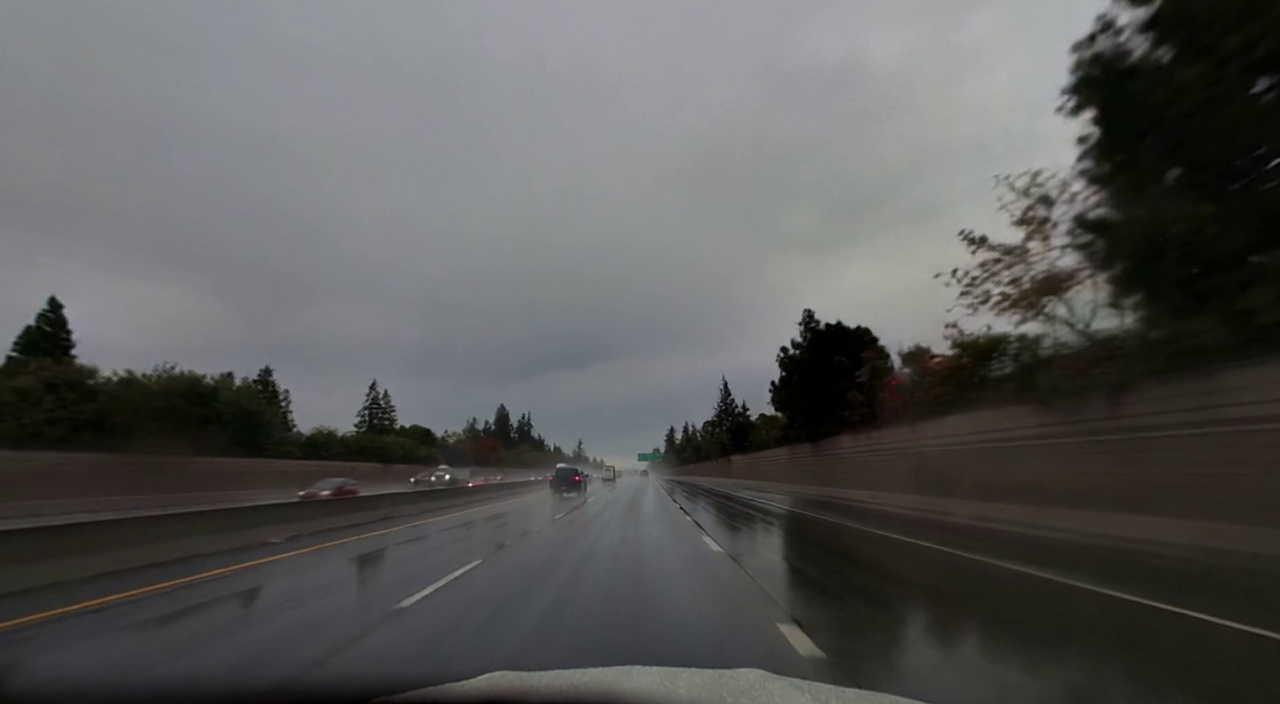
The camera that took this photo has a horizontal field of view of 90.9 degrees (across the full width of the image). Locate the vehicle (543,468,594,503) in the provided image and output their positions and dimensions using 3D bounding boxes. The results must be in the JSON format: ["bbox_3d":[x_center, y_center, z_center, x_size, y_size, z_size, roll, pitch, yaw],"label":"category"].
[{"bbox_3d":[-3.268,6.182,29.393,1.863,1.486,3.852,1,-10,0],"label":"vehicle"}]

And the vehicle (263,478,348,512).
[{"bbox_3d":[-16.625,7.111,31.616,1.788,1.463,4.519,1,-11,0],"label":"vehicle"}]
